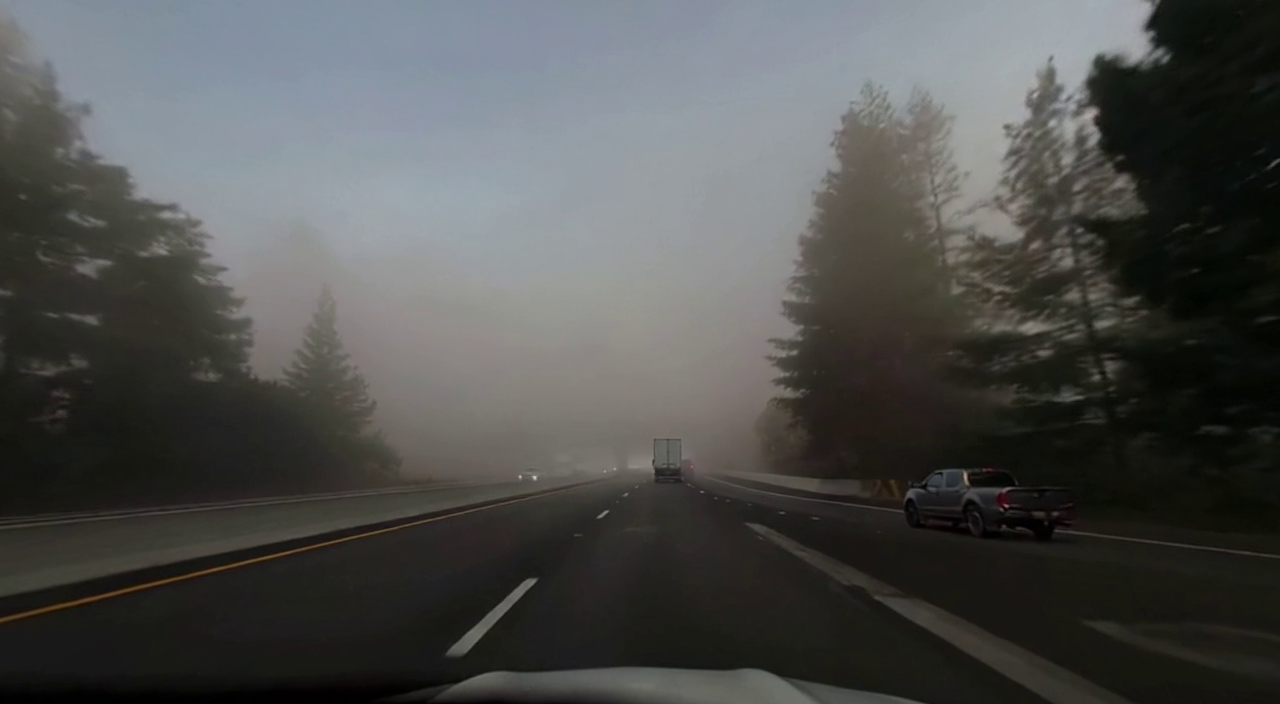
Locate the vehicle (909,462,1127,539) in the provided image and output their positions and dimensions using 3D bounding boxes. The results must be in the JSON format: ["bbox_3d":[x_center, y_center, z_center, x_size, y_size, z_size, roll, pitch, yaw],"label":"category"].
[{"bbox_3d":[8.365,3.301,14.490,1.949,1.468,4.145,3,-11,-10],"label":"vehicle"}]
